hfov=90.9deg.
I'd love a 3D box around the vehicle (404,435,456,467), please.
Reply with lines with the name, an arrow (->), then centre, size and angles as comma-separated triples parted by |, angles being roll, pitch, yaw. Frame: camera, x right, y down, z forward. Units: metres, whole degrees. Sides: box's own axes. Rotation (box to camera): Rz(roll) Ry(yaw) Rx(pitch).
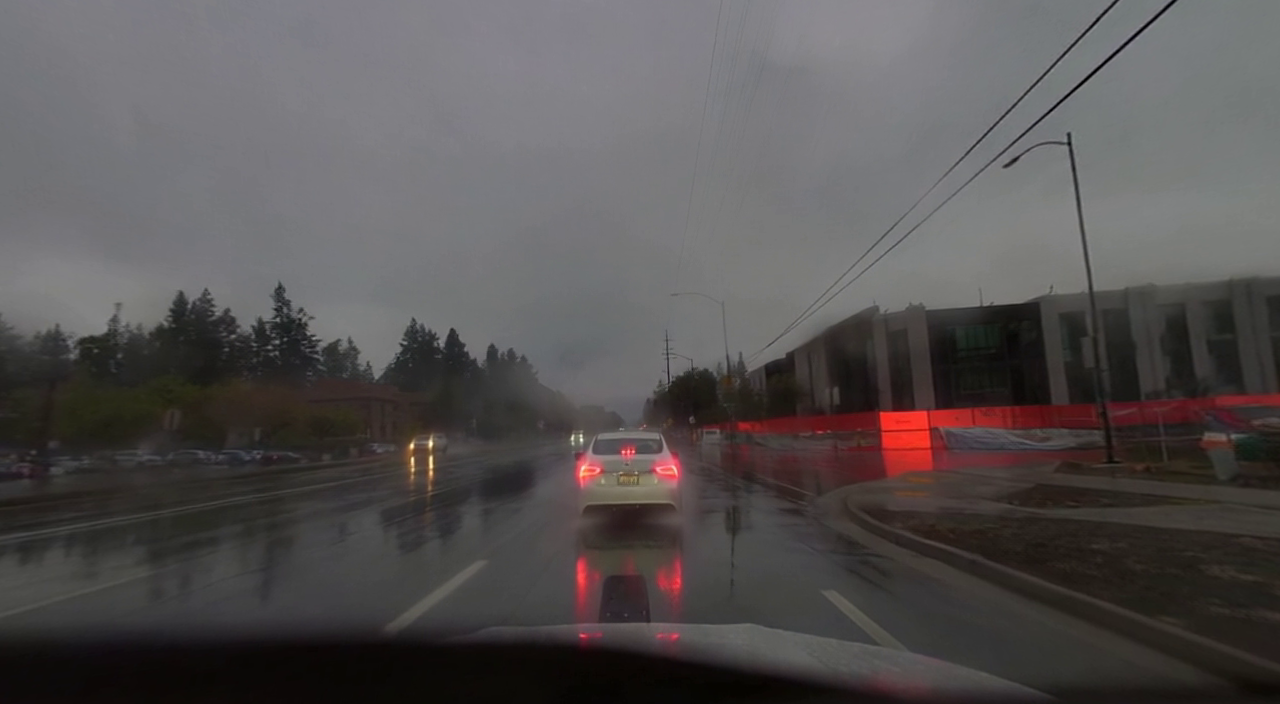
vehicle -> -10.460, 4.863, 31.160 | 2.072, 1.465, 4.394 | 3, -9, -22

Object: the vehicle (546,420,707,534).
vehicle -> -0.171, 1.951, 10.390 | 2.112, 1.482, 4.076 | 0, -8, 0

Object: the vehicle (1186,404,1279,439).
vehicle -> 27.732, 3.142, 28.365 | 4.455, 1.494, 1.926 | 0, -8, 0
